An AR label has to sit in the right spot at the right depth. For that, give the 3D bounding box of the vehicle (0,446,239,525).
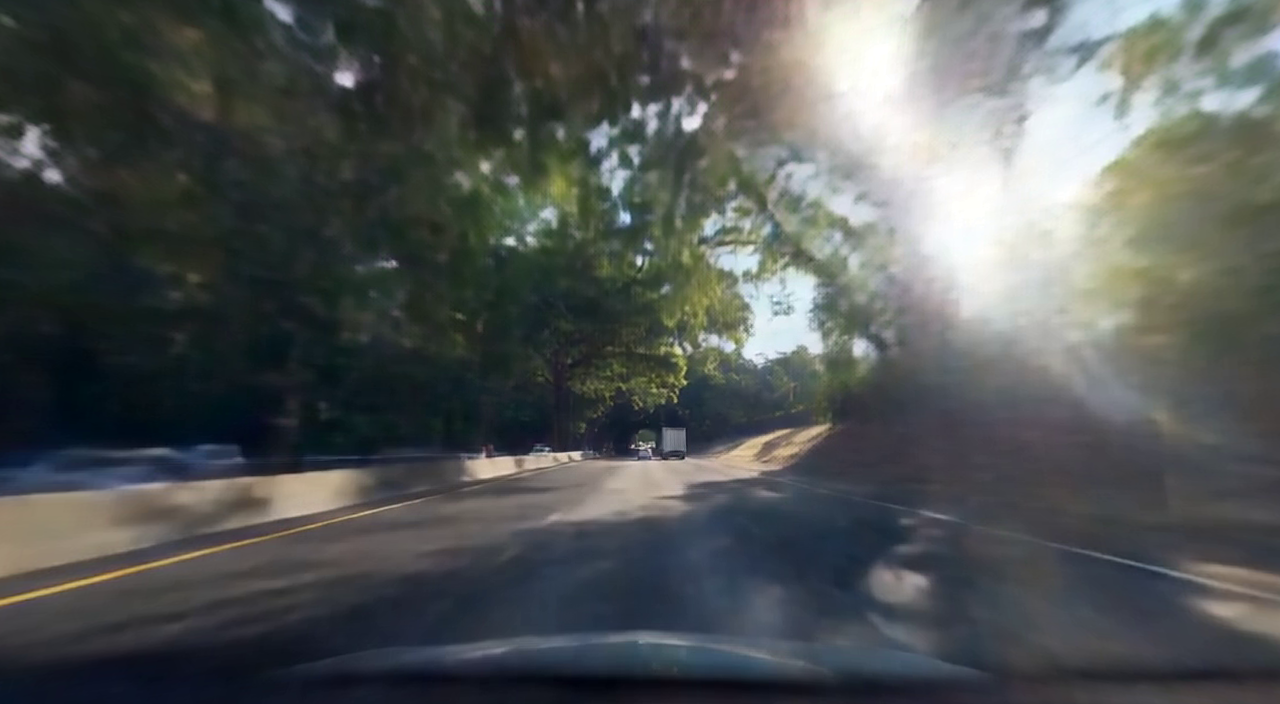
[{"bbox_3d":[-11.497,2.881,14.192,1.962,1.480,4.417,0,-9,1],"label":"vehicle"}]

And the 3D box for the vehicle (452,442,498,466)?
[{"bbox_3d":[-11.676,7.290,44.922,1.960,1.597,4.606,0,-9,1],"label":"vehicle"}]
